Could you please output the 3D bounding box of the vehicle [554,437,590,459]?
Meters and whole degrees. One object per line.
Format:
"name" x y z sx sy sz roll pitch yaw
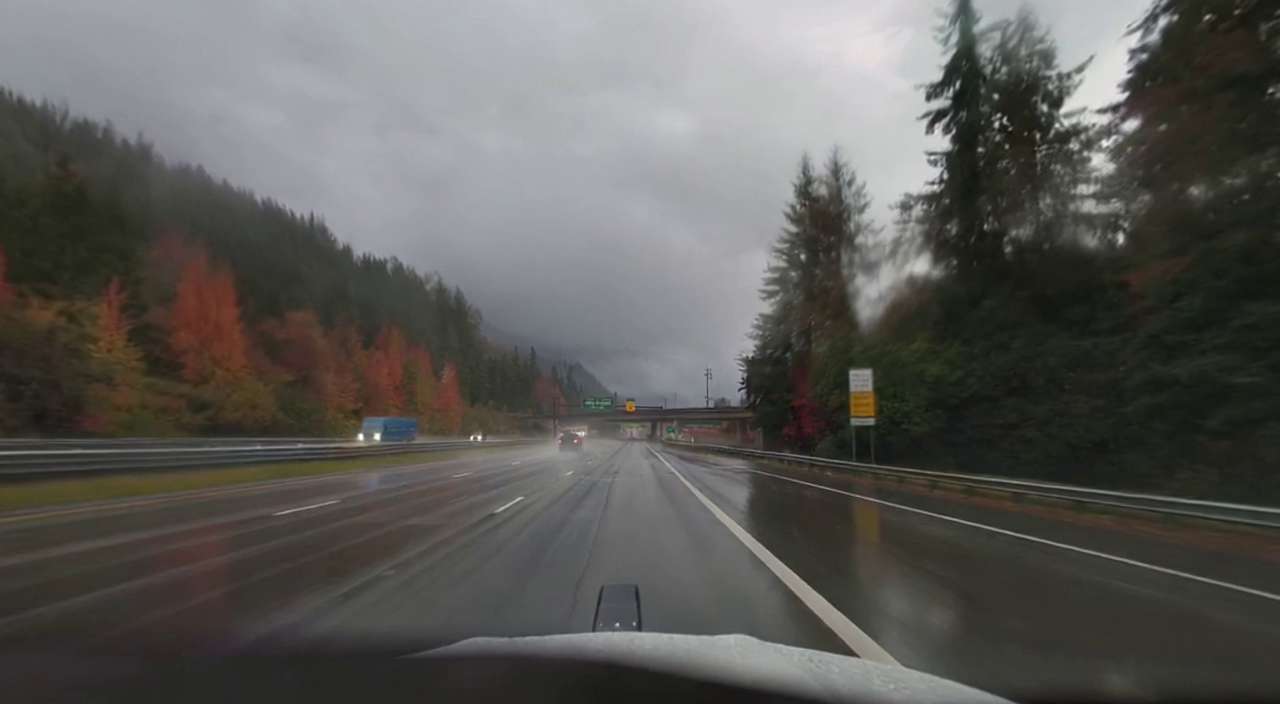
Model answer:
"vehicle" -4.911 6.961 45.773 2.162 1.491 4.062 0 -8 0
